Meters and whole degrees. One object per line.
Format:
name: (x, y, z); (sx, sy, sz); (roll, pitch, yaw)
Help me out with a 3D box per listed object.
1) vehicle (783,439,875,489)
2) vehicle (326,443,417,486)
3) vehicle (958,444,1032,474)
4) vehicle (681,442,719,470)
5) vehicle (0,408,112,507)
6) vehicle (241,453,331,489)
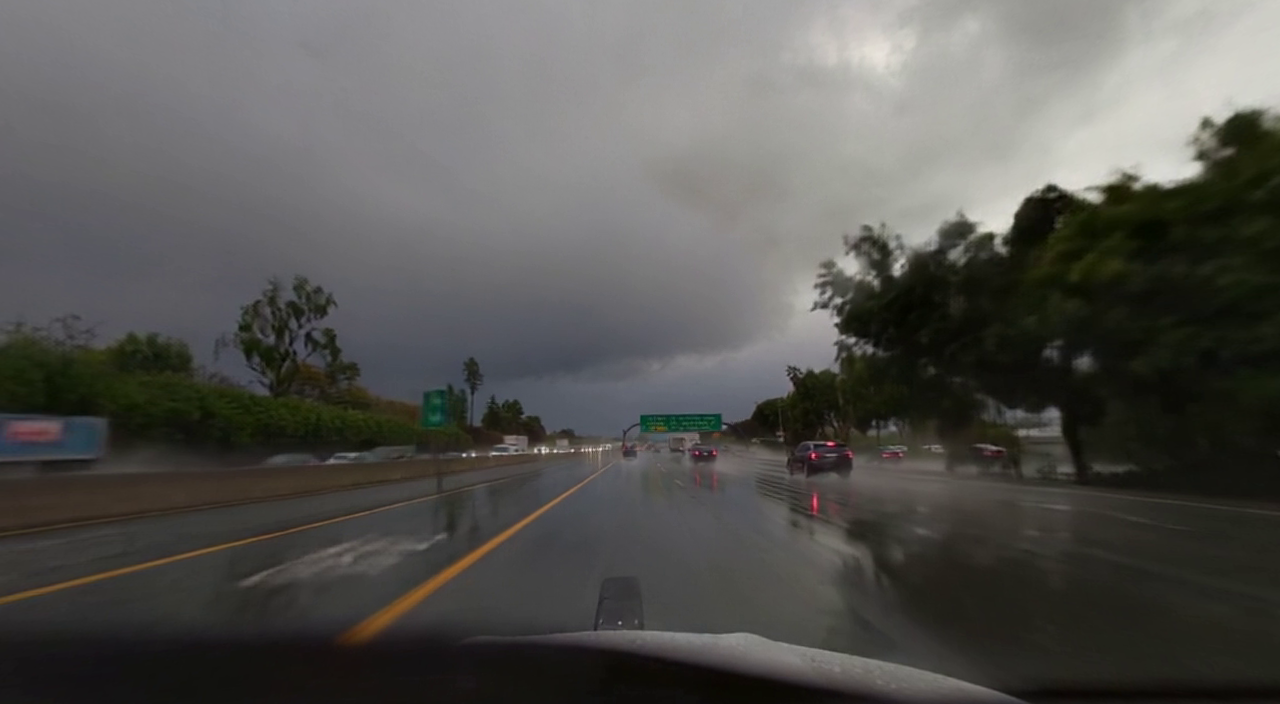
vehicle: (6.731, 4.021, 22.971); (1.902, 1.623, 4.360); (0, -8, -1)
vehicle: (-12.490, 5.241, 29.683); (2.103, 1.814, 4.898); (0, -8, 1)
vehicle: (21.135, 6.354, 37.720); (1.887, 1.642, 4.592); (0, -8, 3)
vehicle: (3.833, 6.711, 40.768); (2.035, 1.704, 3.867); (0, -8, -1)
vehicle: (-23.007, 3.631, 21.684); (2.761, 3.311, 7.660); (0, -8, 1)
vehicle: (-16.238, 5.458, 29.124); (1.896, 1.477, 3.946); (0, -8, -1)
